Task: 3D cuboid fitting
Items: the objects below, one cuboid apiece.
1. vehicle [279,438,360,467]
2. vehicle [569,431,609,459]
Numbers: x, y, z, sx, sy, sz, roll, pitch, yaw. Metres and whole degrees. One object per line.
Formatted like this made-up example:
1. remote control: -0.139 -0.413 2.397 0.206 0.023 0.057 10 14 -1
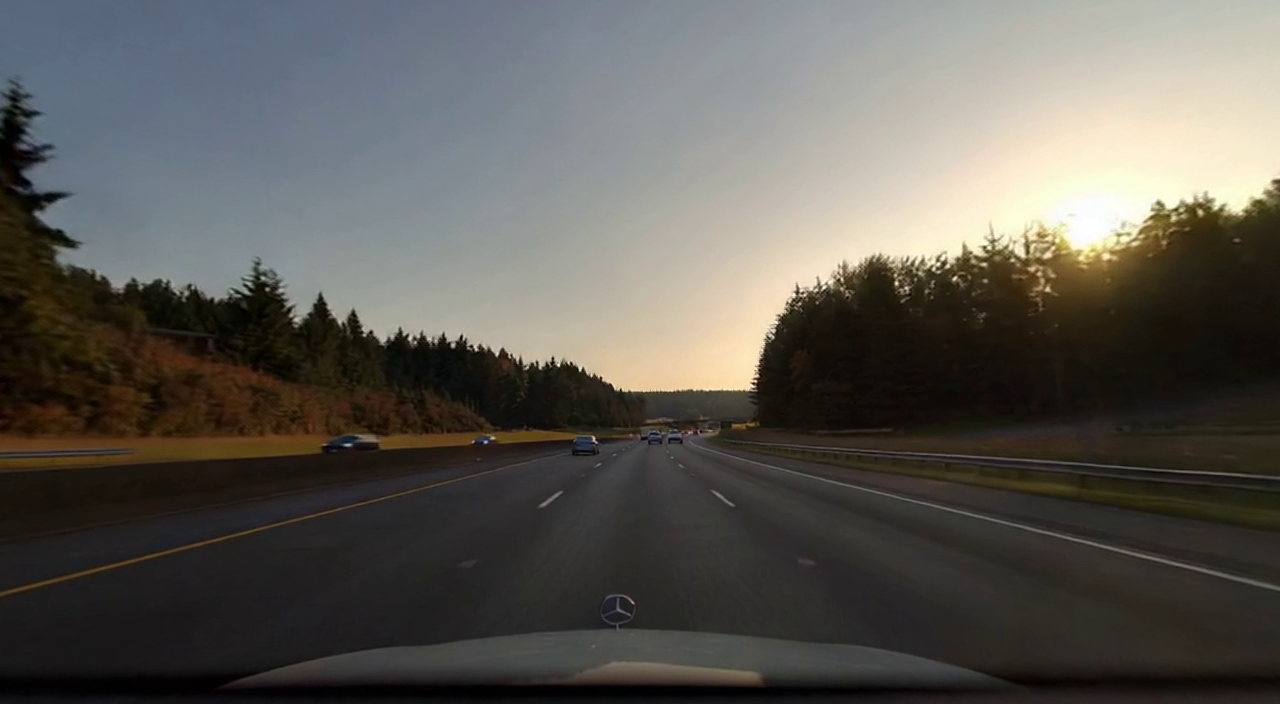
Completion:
1. vehicle: -17.498 5.490 34.744 1.987 1.494 4.765 0 -8 -1
2. vehicle: -3.079 5.708 38.797 2.084 1.654 4.080 0 -8 0
